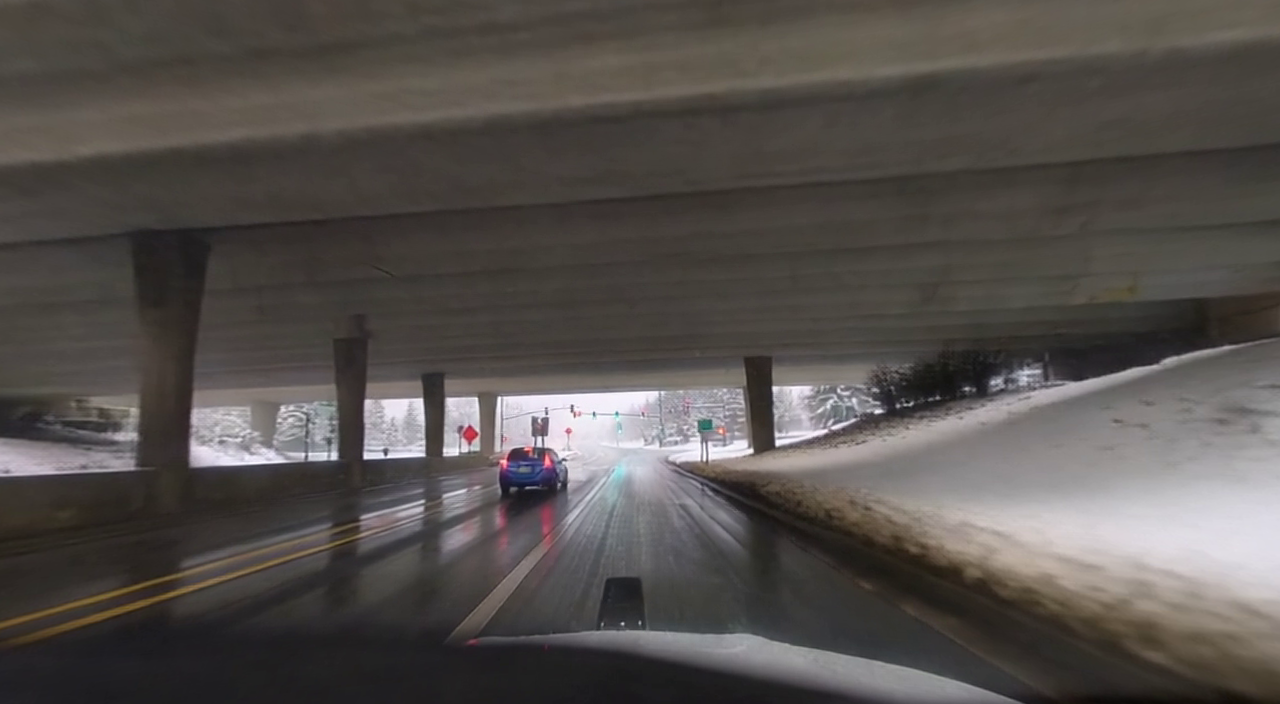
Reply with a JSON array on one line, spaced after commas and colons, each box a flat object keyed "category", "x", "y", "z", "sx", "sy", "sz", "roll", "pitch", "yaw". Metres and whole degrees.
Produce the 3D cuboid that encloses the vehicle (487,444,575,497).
[{"category": "vehicle", "x": -3.324, "y": 3.719, "z": 20.137, "sx": 1.963, "sy": 1.460, "sz": 4.614, "roll": 0, "pitch": -9, "yaw": 0}]
